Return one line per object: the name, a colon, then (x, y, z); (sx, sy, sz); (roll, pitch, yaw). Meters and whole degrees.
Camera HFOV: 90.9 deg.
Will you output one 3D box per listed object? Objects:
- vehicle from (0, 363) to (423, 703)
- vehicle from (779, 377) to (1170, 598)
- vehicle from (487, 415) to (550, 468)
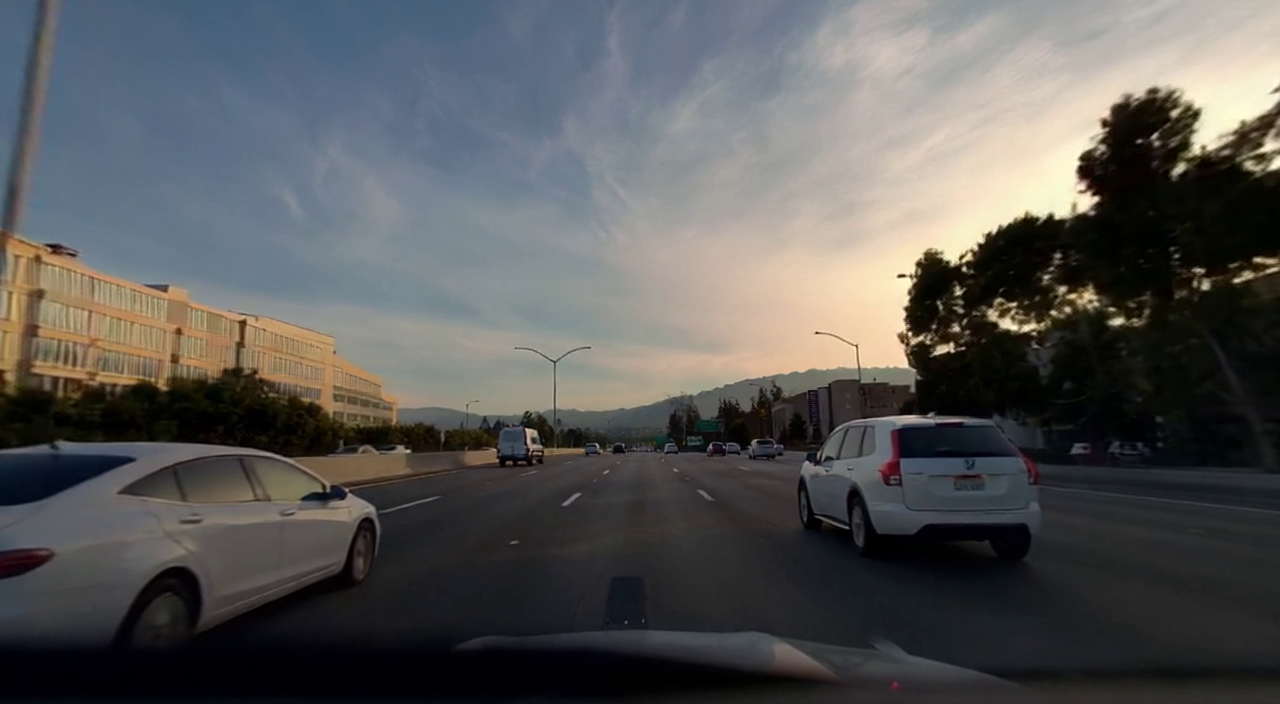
vehicle: (-3.292, 1.080, 4.018); (2.080, 1.542, 4.718); (0, -8, 1)
vehicle: (3.363, 1.494, 7.812); (2.148, 1.852, 4.835); (0, -8, 0)
vehicle: (-6.979, 5.296, 37.176); (2.362, 2.778, 6.630); (0, -8, 0)
